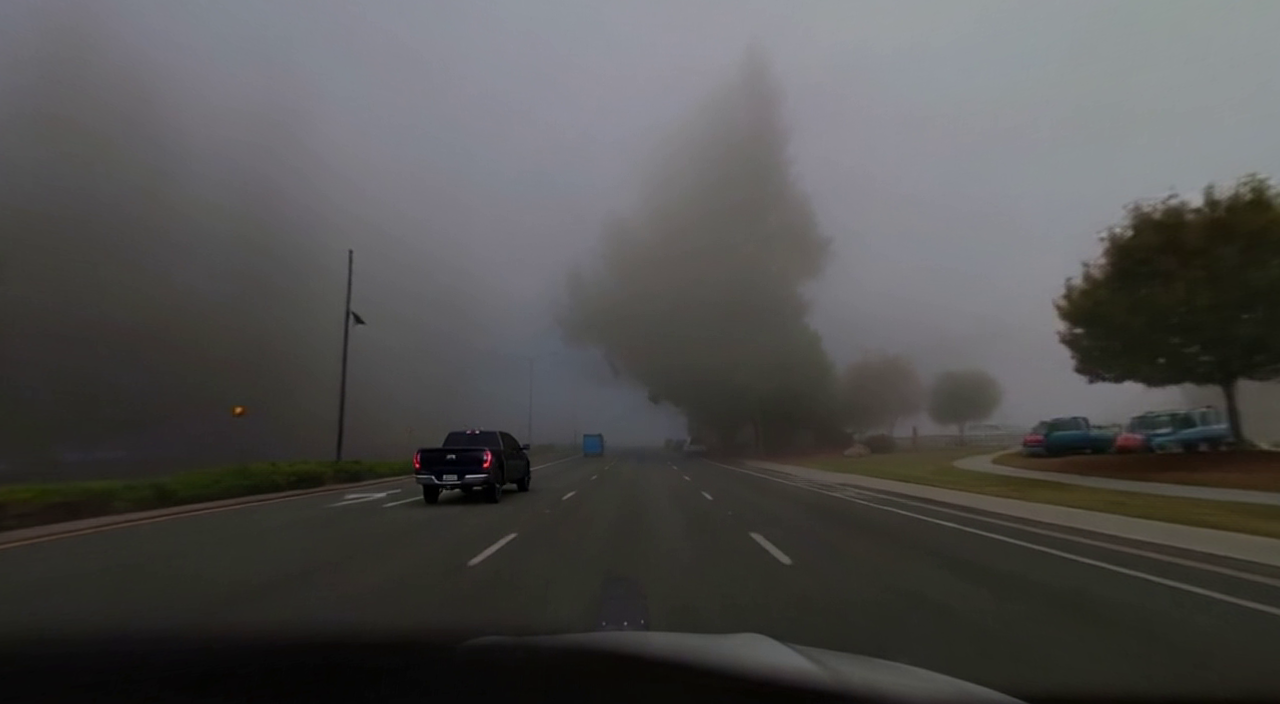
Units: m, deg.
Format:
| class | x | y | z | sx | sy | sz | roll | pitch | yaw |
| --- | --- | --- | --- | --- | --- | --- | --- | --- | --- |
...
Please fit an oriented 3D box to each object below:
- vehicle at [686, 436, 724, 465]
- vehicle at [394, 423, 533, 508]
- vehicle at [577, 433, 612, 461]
| class | x | y | z | sx | sy | sz | roll | pitch | yaw |
| --- | --- | --- | --- | --- | --- | --- | --- | --- | --- |
| vehicle | 4.089 | 6.237 | 40.028 | 2.016 | 1.736 | 4.356 | 0 | -8 | 1 |
| vehicle | -4.080 | 2.713 | 15.522 | 2.002 | 1.747 | 4.728 | 0 | -8 | 0 |
| vehicle | -3.428 | 7.249 | 48.214 | 2.230 | 1.987 | 4.385 | 0 | -8 | 2 |
